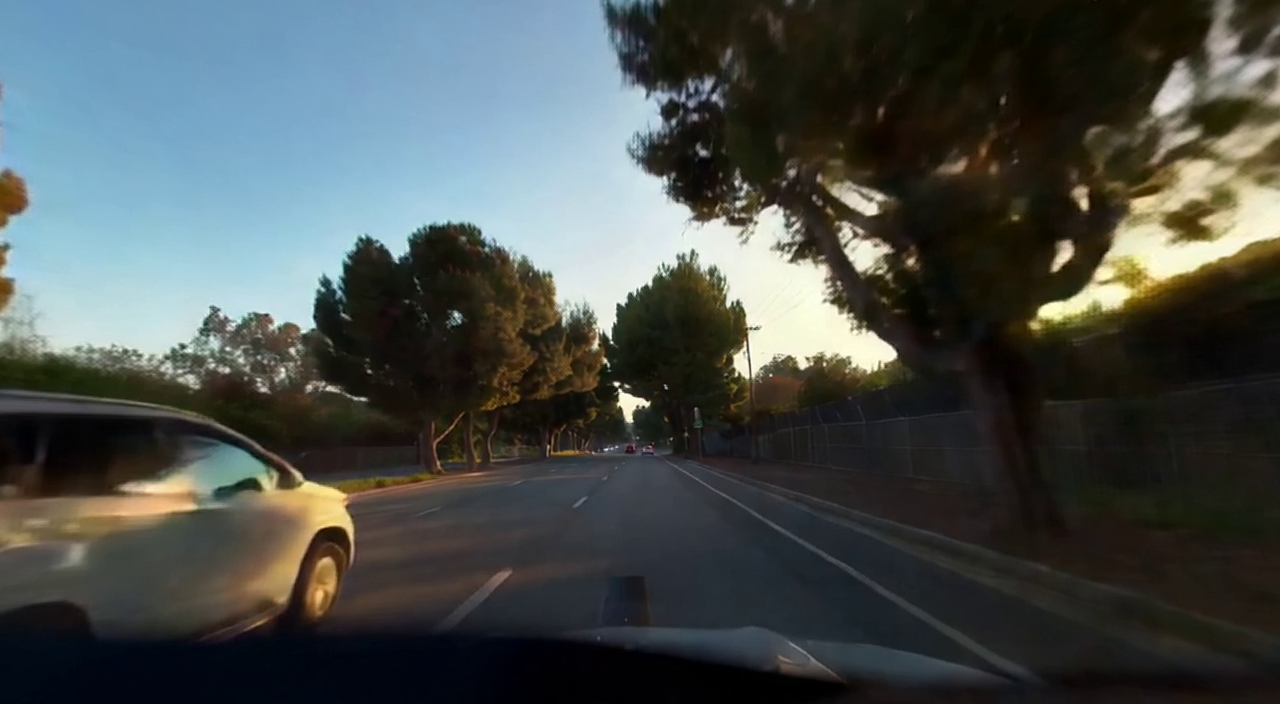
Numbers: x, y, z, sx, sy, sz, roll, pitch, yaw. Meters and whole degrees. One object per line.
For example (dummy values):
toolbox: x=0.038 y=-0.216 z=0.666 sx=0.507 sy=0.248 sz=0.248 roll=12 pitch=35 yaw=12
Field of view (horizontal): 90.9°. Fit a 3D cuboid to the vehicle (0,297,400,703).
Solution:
vehicle: x=-3.239 y=0.907 z=3.179 sx=2.160 sy=1.855 sz=4.695 roll=0 pitch=-8 yaw=0
